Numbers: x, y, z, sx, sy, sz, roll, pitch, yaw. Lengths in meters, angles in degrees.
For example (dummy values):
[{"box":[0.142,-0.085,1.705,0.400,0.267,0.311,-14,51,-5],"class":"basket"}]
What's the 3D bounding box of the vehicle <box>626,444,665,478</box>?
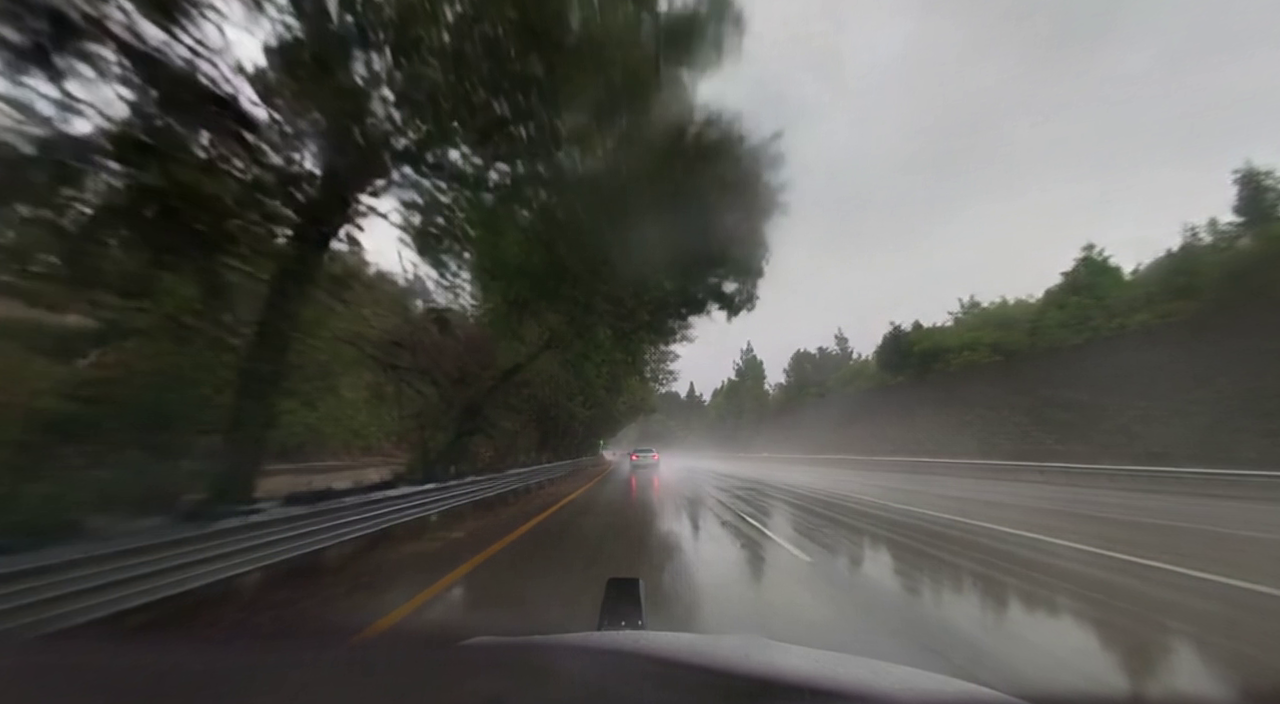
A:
[{"box":[0.256,5.802,33.753,1.987,1.658,3.620,0,-9,-1],"class":"vehicle"}]
